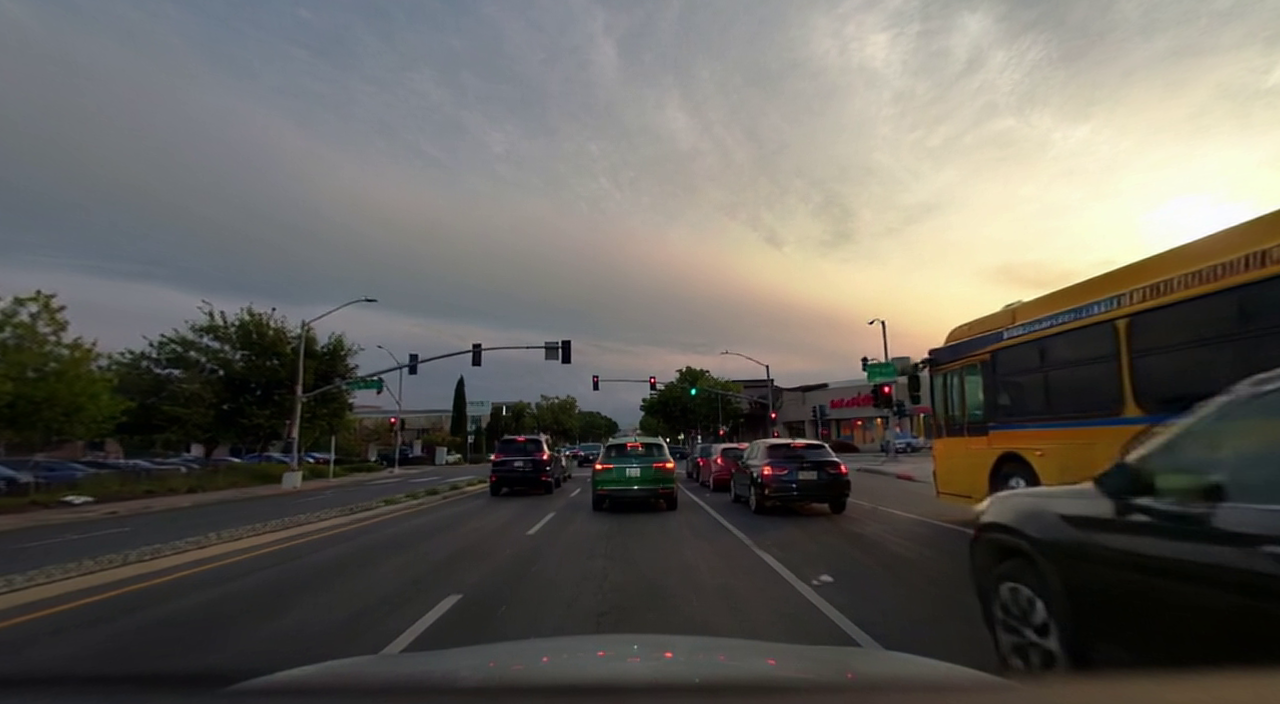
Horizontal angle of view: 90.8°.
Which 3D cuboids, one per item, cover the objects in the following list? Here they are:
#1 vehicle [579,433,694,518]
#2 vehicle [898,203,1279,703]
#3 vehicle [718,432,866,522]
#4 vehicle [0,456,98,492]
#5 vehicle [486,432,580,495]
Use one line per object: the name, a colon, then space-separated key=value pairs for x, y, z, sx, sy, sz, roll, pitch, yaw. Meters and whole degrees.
vehicle: x=-0.076 y=2.534 z=13.398 sx=2.071 sy=1.525 sz=3.723 roll=0 pitch=-9 yaw=0
vehicle: x=3.030 y=0.488 z=1.228 sx=2.490 sy=1.951 sz=5.931 roll=0 pitch=-9 yaw=-1
vehicle: x=2.864 y=2.451 z=12.966 sx=1.922 sy=1.508 sz=4.330 roll=0 pitch=-9 yaw=0
vehicle: x=-28.110 y=5.580 z=29.029 sx=4.425 sy=1.545 sz=1.894 roll=4 pitch=-10 yaw=-27
vehicle: x=-3.148 y=3.399 z=19.606 sx=2.180 sy=1.708 sz=4.397 roll=0 pitch=-9 yaw=0
